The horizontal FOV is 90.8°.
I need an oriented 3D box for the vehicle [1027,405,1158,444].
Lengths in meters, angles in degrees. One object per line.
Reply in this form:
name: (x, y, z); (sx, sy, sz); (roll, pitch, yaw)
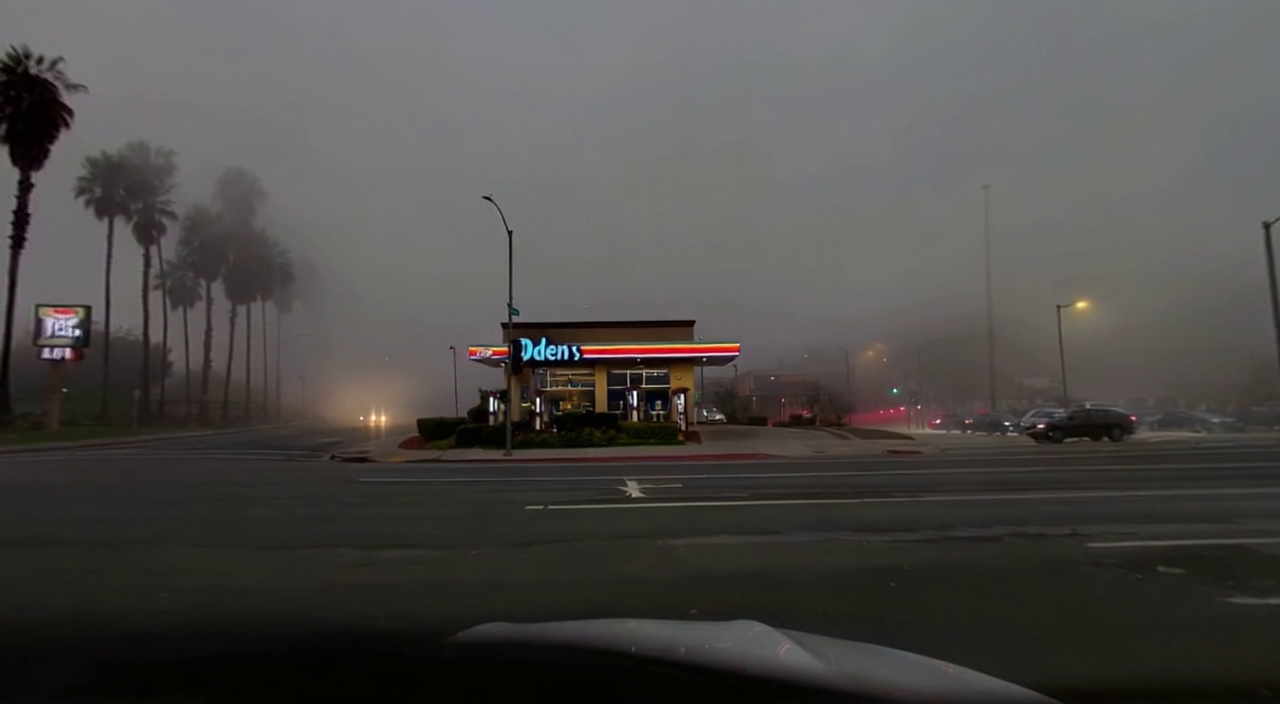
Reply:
vehicle: (21.995, 3.486, 30.810); (4.880, 1.754, 2.202); (0, -5, -6)

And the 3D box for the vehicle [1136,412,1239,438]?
vehicle: (33.869, 4.582, 39.272); (1.805, 1.466, 4.641); (1, -9, -8)
